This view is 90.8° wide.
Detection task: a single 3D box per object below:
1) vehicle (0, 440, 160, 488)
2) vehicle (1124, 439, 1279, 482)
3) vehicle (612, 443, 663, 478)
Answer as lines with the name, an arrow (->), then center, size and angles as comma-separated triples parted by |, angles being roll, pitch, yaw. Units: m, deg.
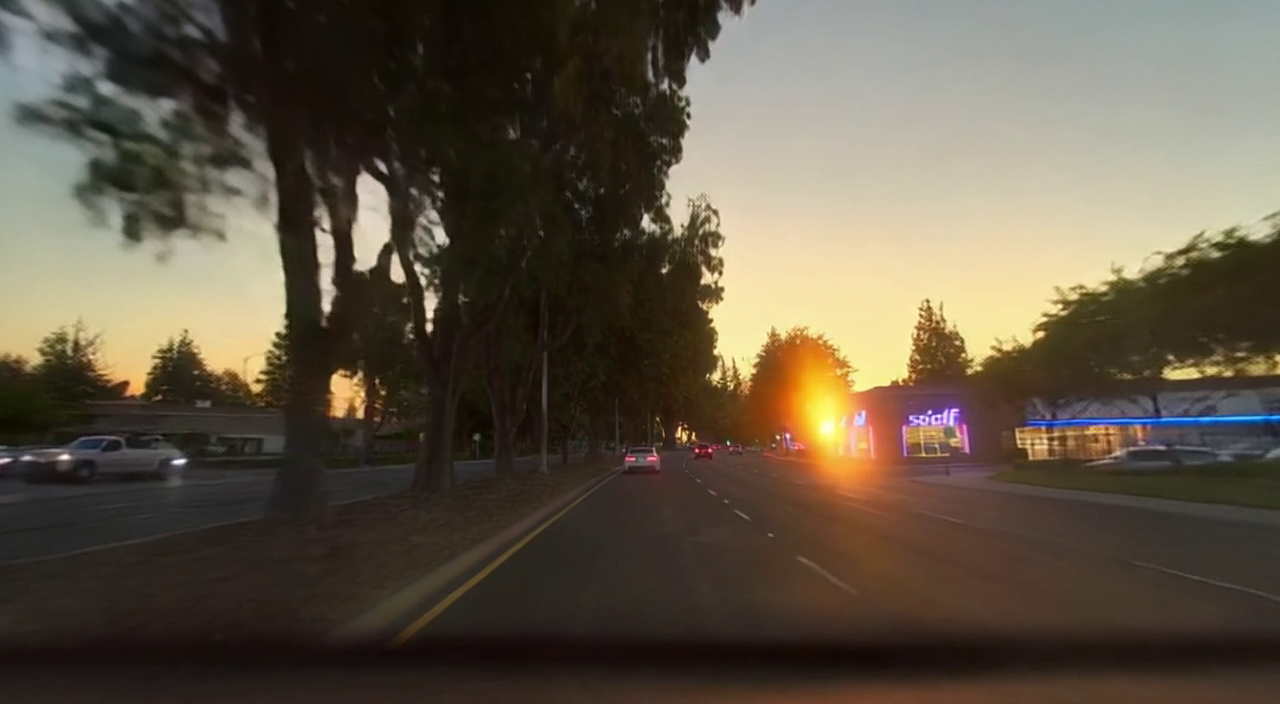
vehicle -> -24.644, 4.899, 28.090 | 5.104, 1.947, 2.106 | 6, -10, -36
vehicle -> 20.971, 4.008, 23.560 | 4.197, 1.505, 1.915 | 0, -8, 0
vehicle -> -0.055, 4.851, 28.512 | 2.095, 1.456, 3.873 | -1, -8, 3
